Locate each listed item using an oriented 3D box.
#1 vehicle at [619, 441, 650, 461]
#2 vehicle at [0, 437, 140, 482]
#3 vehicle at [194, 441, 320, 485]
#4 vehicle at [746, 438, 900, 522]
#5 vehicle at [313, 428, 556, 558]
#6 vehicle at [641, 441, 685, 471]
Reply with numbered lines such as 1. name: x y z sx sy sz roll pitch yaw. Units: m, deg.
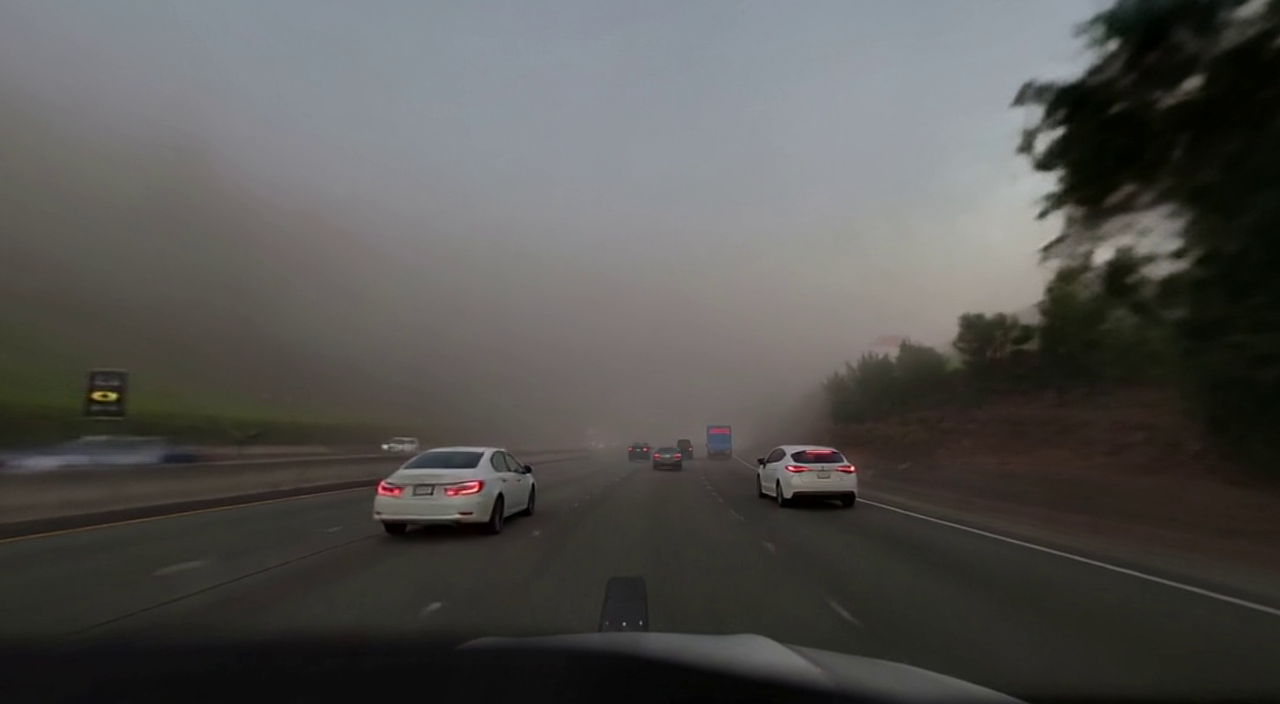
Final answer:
1. vehicle: -0.370 7.619 48.651 2.010 1.482 4.230 0 -8 5
2. vehicle: -20.726 3.819 22.675 1.852 1.460 4.391 -1 -8 1
3. vehicle: -13.923 4.037 23.307 1.914 1.441 4.357 0 -8 0
4. vehicle: 3.597 2.593 13.347 2.013 1.464 4.317 0 -8 1
5. vehicle: -2.739 2.011 9.834 2.031 1.491 4.792 -1 -8 2
6. vehicle: 1.280 5.494 33.512 2.202 1.467 3.929 -1 -8 4
